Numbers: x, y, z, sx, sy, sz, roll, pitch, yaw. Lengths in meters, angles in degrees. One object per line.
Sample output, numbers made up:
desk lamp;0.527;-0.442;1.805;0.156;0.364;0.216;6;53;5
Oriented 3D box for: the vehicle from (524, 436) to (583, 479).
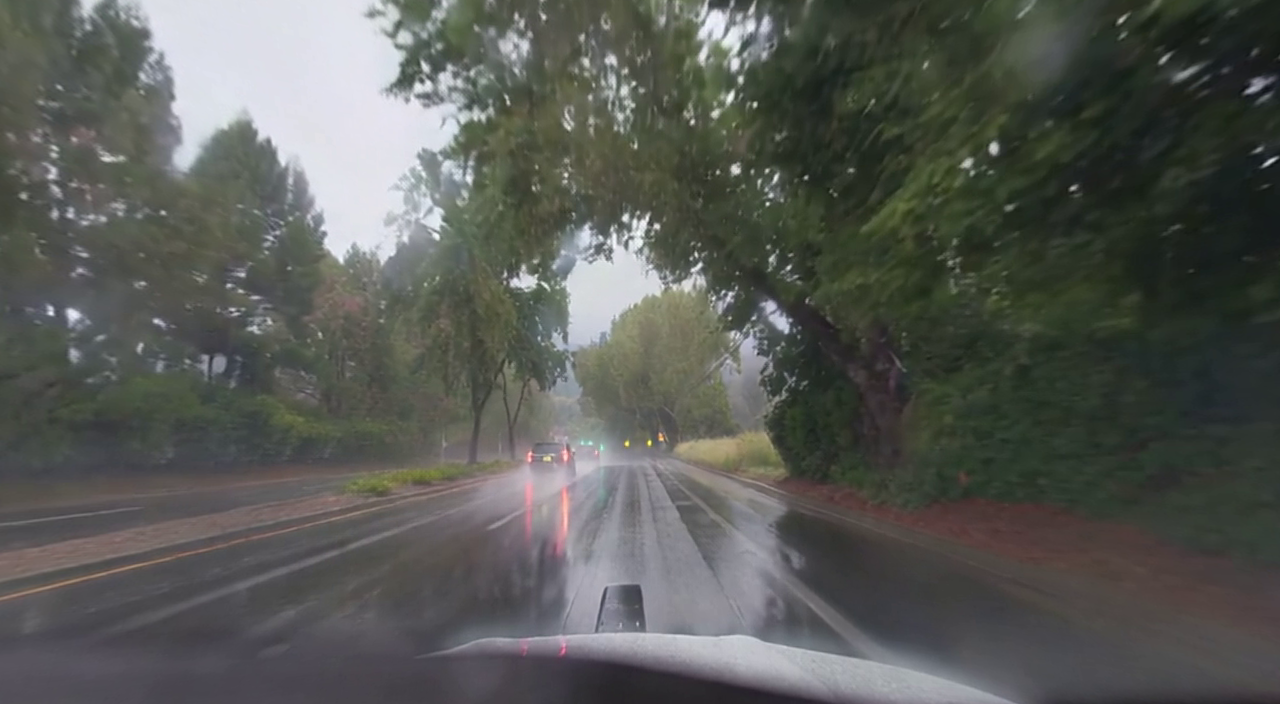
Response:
vehicle;-4.184;5.188;31.361;2.246;1.885;5.275;-1;-9;-1
